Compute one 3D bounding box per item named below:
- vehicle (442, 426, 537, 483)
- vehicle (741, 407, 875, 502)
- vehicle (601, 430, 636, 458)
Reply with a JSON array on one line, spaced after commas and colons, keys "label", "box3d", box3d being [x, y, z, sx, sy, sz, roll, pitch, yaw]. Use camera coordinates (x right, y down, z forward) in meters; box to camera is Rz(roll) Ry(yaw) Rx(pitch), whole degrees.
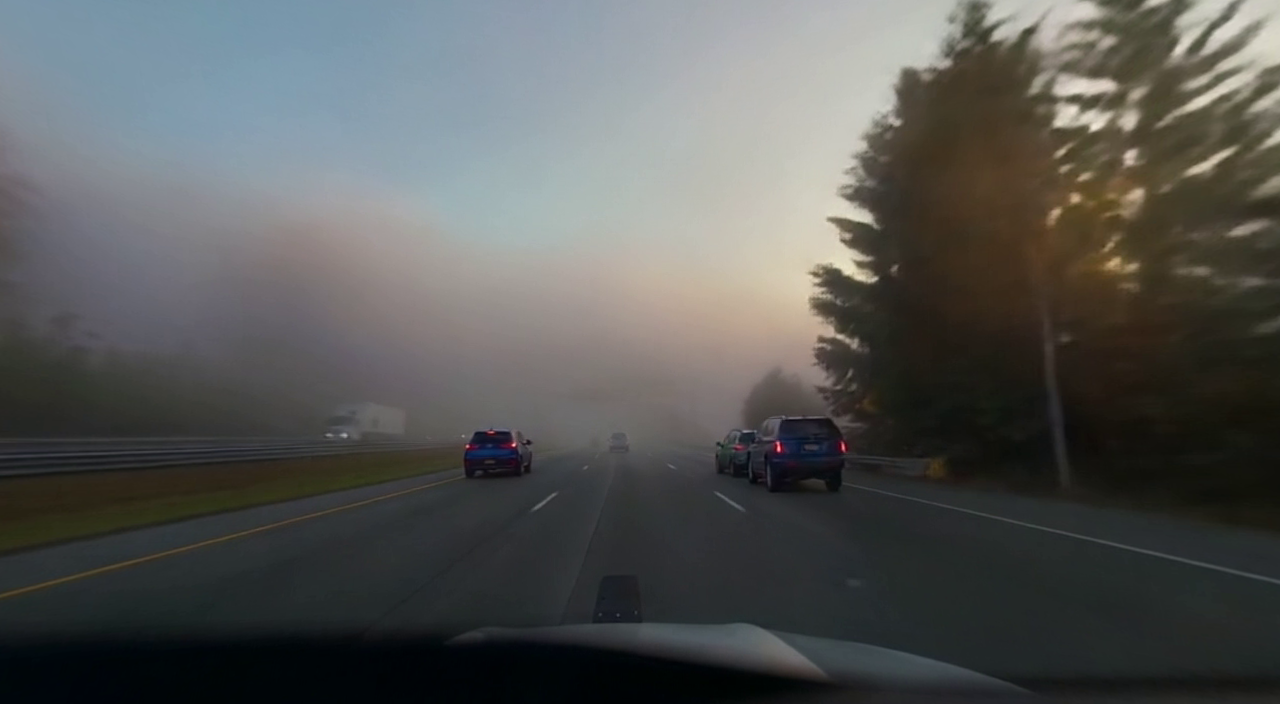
[{"label": "vehicle", "box3d": [-4.605, 3.189, 19.964, 2.100, 1.590, 4.077, 0, -7, -1]}, {"label": "vehicle", "box3d": [3.658, 2.275, 14.380, 1.976, 1.905, 3.263, 0, -7, -3]}, {"label": "vehicle", "box3d": [-1.396, 5.846, 40.271, 2.159, 1.690, 3.720, 0, -7, -2]}]
